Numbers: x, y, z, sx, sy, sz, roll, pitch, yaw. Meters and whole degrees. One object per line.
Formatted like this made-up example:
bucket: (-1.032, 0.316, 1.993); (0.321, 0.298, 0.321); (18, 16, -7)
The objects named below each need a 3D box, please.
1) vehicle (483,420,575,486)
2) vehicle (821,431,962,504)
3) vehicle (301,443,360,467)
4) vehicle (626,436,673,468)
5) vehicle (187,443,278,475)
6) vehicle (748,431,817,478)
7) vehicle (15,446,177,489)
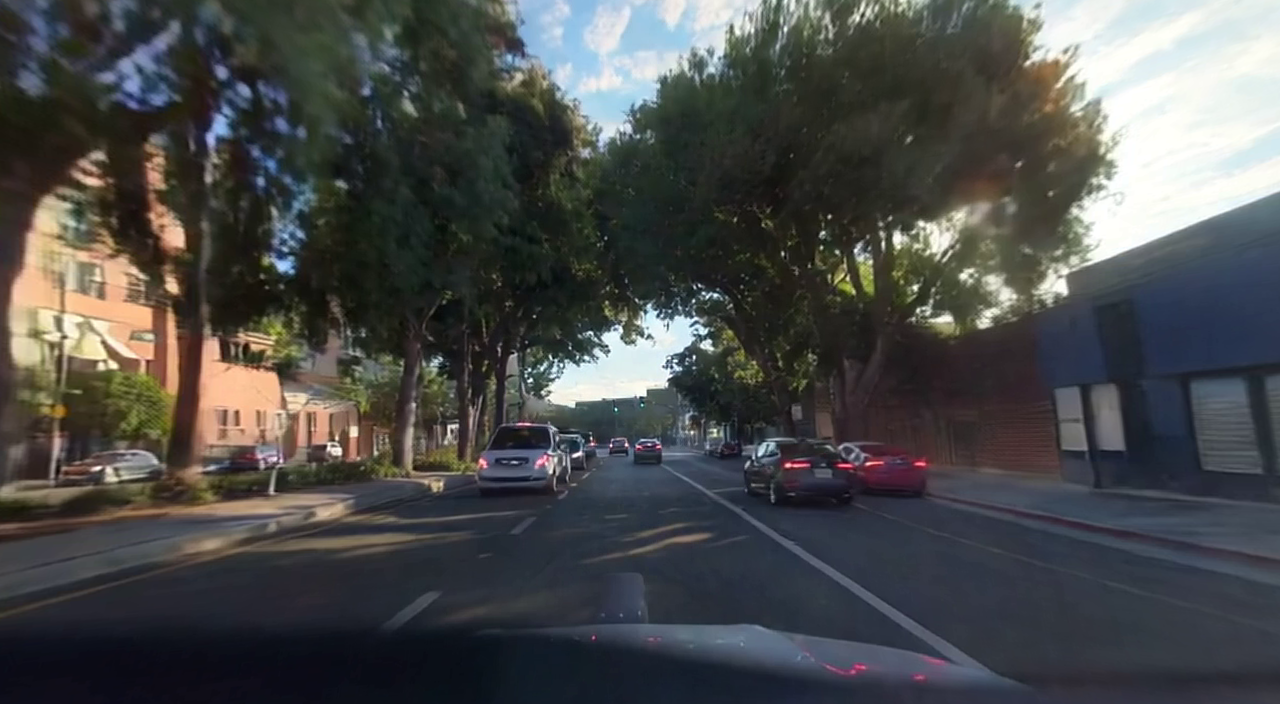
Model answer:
vehicle: (-3.606, 3.401, 21.502); (2.223, 1.957, 4.845); (0, -8, 0)
vehicle: (6.579, 3.057, 17.094); (2.164, 1.727, 3.955); (0, -8, 0)
vehicle: (-22.558, 7.524, 46.255); (2.148, 1.607, 4.428); (0, -8, -1)
vehicle: (0.416, 5.317, 33.651); (2.201, 1.589, 3.843); (0, -9, -4)
vehicle: (-22.342, 5.878, 34.876); (1.910, 1.632, 4.624); (0, -8, 0)
vehicle: (6.308, 4.598, 28.491); (1.997, 1.943, 4.409); (0, -8, -1)
vehicle: (-22.073, 4.675, 26.021); (2.111, 1.554, 5.163); (0, -8, 0)
